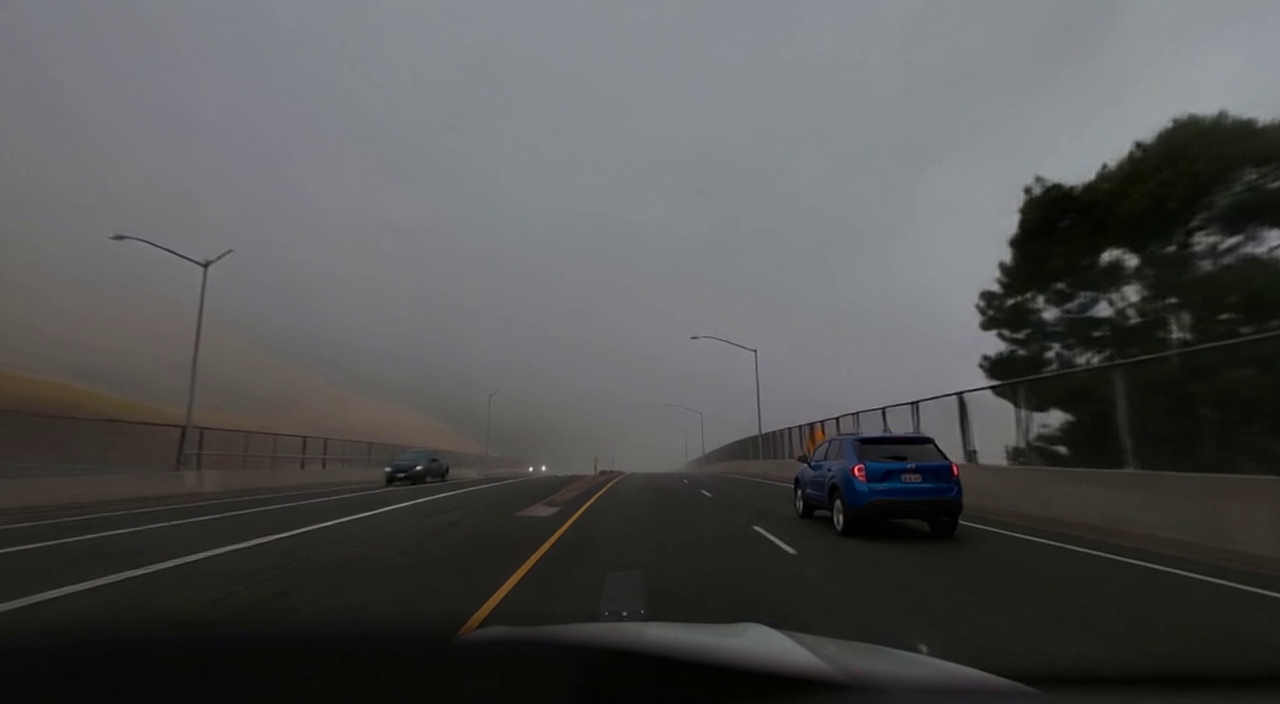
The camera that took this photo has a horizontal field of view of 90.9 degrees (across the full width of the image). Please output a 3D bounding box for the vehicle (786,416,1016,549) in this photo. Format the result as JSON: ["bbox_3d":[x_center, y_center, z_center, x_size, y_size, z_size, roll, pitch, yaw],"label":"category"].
[{"bbox_3d":[3.949,2.048,10.554,1.989,1.730,4.324,0,-9,0],"label":"vehicle"}]

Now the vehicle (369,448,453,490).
[{"bbox_3d":[-10.611,5.433,29.689,2.144,1.762,4.604,0,-9,1],"label":"vehicle"}]
